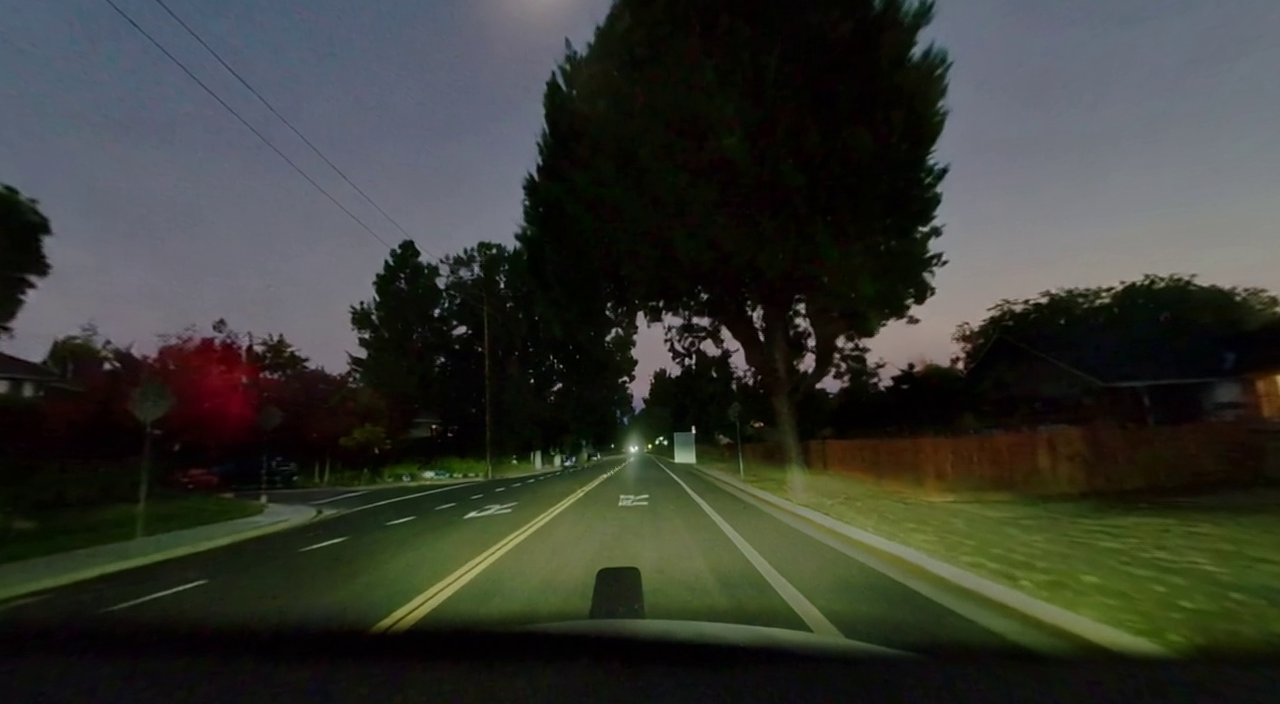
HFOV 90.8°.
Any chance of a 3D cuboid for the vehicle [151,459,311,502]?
[{"bbox_3d":[-14.960,4.678,23.233,4.779,1.453,1.970,-2,-9,10],"label":"vehicle"}]
